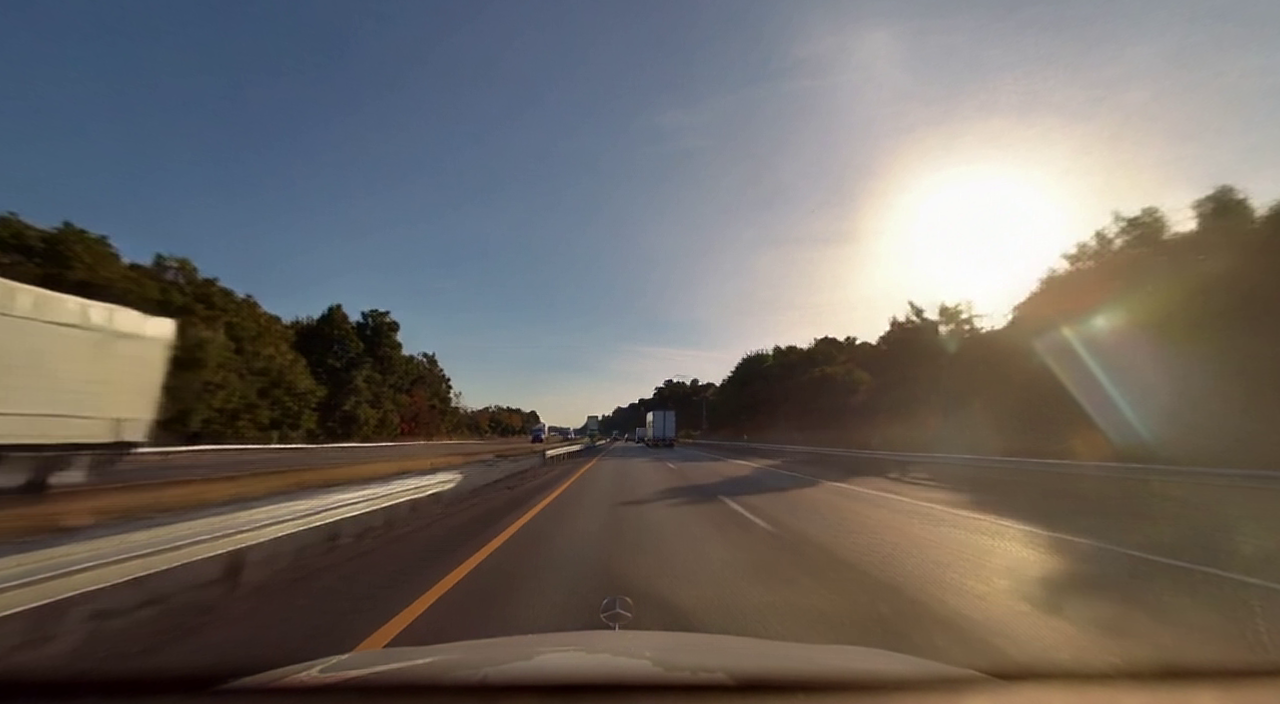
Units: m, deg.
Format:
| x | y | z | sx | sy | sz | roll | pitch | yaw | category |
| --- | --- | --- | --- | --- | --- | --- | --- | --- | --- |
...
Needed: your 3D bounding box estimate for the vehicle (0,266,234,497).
| x | y | z | sx | sy | sz | roll | pitch | yaw | category |
| --- | --- | --- | --- | --- | --- | --- | --- | --- | --- |
| -12.818 | 0.437 | 10.621 | 2.859 | 4.075 | 14.016 | 0 | -8 | -1 | vehicle |
